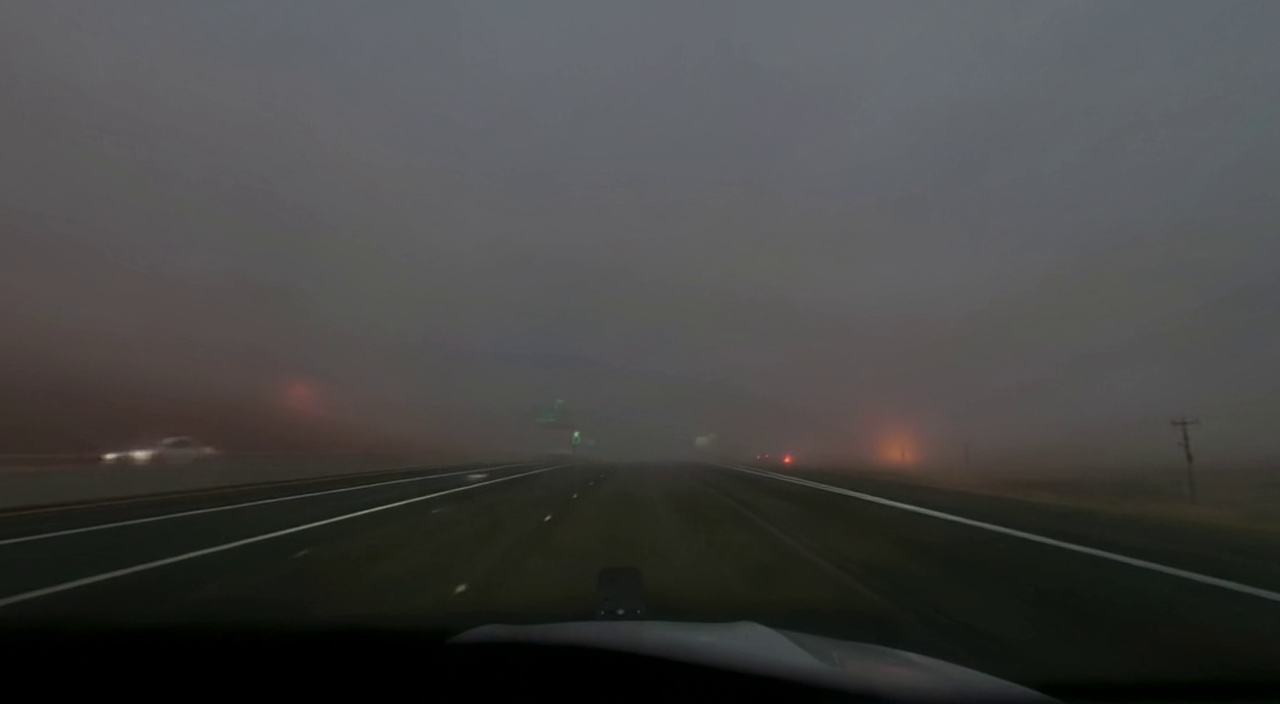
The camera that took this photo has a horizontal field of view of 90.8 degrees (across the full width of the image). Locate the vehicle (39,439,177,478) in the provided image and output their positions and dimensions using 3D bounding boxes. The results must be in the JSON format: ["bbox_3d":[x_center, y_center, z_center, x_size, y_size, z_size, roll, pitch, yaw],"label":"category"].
[{"bbox_3d":[-24.354,4.871,29.222,2.041,1.643,4.897,0,-8,1],"label":"vehicle"}]
